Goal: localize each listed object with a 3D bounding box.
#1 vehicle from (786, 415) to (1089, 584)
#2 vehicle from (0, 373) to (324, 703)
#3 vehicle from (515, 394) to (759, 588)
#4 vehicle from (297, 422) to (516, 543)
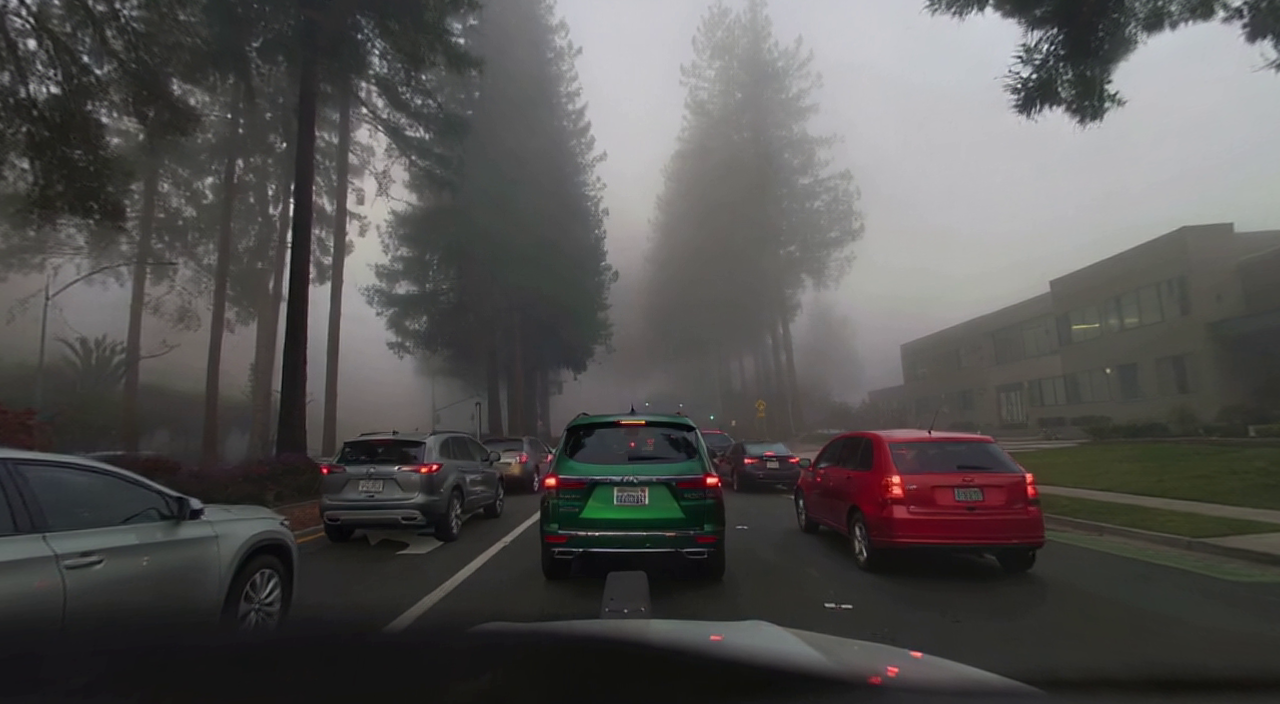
[{"bbox_3d":[3.254,1.671,7.860,1.922,1.579,3.642,0,-8,-1],"label":"vehicle"},{"bbox_3d":[-3.779,0.998,3.301,1.929,1.641,4.193,0,-8,2],"label":"vehicle"},{"bbox_3d":[-0.011,1.552,7.788,2.193,1.744,4.033,0,-8,1],"label":"vehicle"},{"bbox_3d":[-3.659,2.120,10.917,2.042,1.641,4.314,0,-8,1],"label":"vehicle"}]
